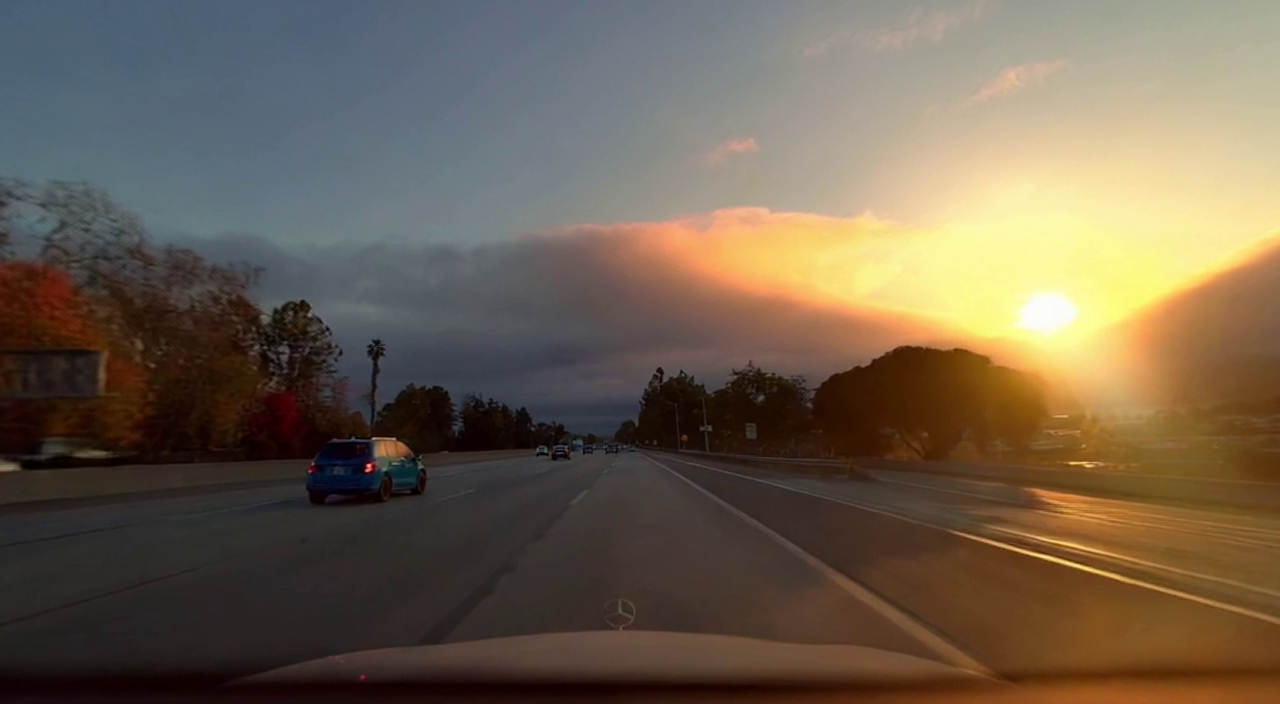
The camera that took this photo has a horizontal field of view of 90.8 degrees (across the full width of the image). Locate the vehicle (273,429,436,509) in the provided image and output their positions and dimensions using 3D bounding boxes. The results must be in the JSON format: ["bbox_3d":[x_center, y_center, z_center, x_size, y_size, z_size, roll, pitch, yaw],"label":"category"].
[{"bbox_3d":[-7.142,2.984,16.459,2.146,1.766,4.502,0,-9,0],"label":"vehicle"}]

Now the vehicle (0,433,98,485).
[{"bbox_3d":[-39.928,6.932,40.970,2.765,3.067,7.632,0,-9,-1],"label":"vehicle"}]
